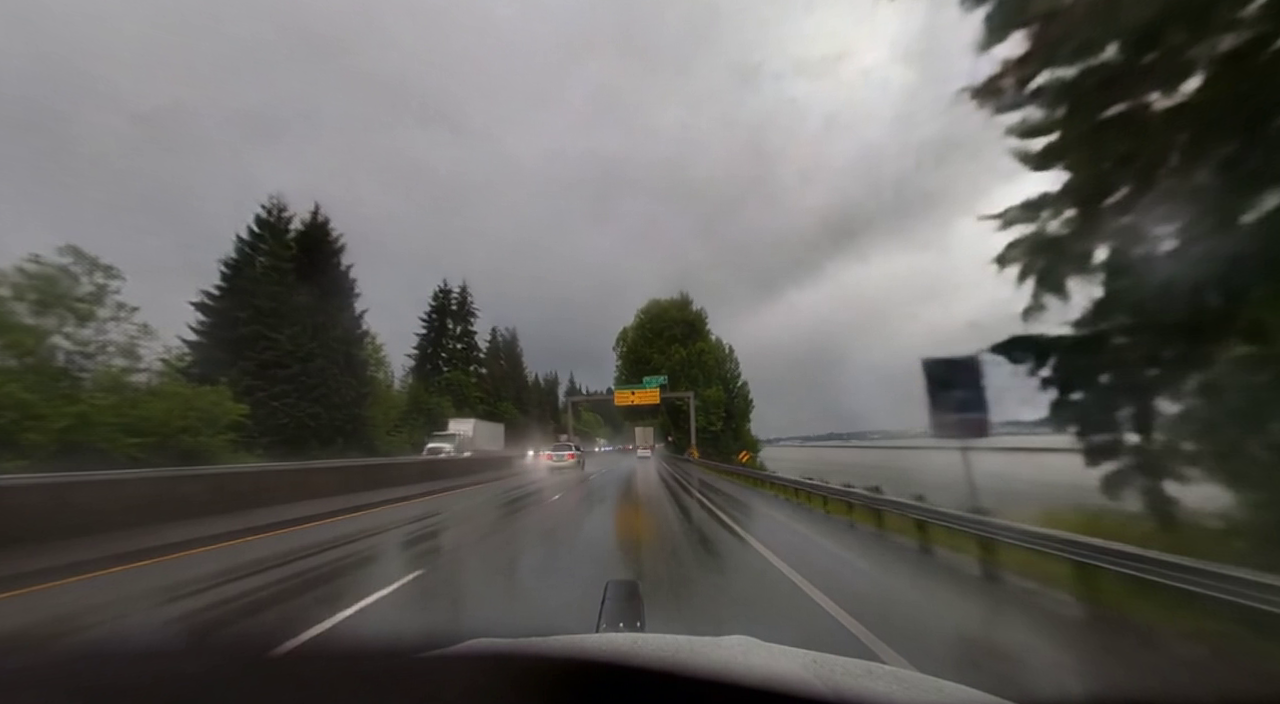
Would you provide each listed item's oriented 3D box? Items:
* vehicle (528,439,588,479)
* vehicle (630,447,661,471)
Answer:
[{"bbox_3d":[-3.753,4.996,29.703,2.097,1.722,4.808,0,-9,1],"label":"vehicle"},{"bbox_3d":[0.338,6.858,40.553,1.853,1.436,3.438,0,-9,0],"label":"vehicle"}]
